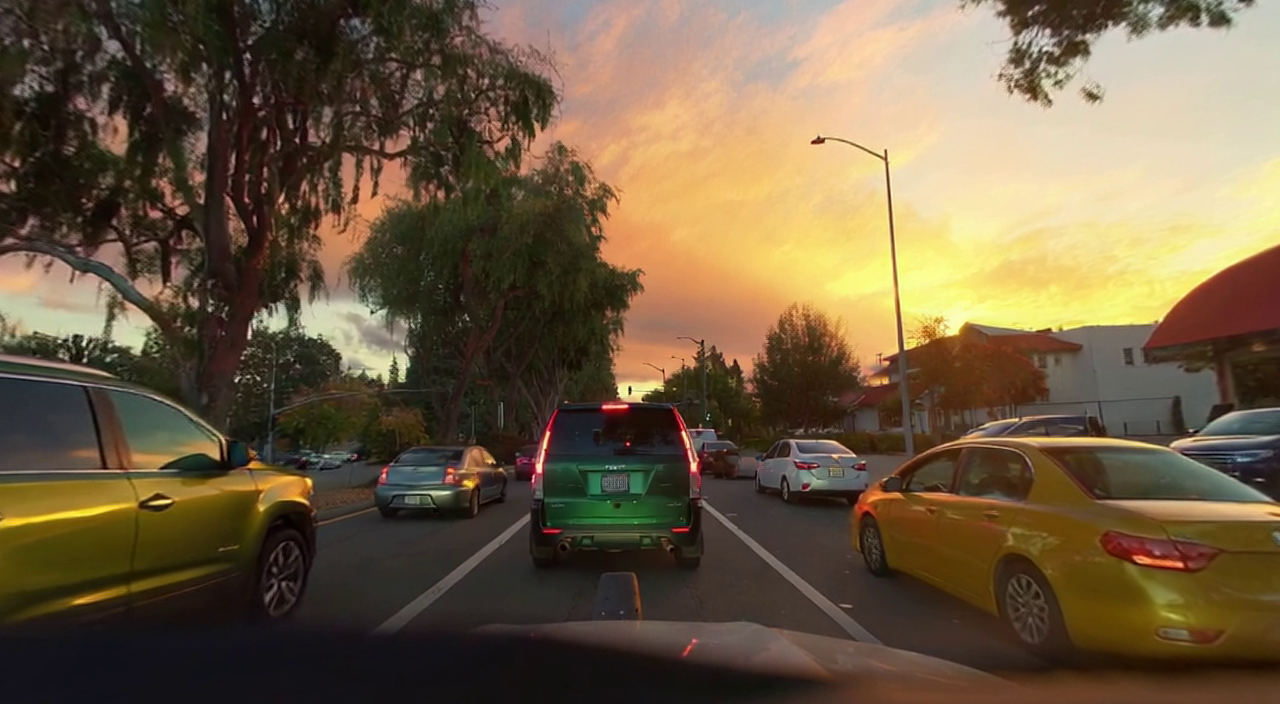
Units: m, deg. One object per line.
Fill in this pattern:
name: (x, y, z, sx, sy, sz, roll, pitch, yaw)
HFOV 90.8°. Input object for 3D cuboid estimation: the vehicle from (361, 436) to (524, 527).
vehicle: (-3.602, 2.425, 12.421, 1.849, 1.451, 4.218, 0, -9, 0)

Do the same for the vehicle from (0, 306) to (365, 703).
vehicle: (-3.607, 0.898, 3.391, 2.231, 1.853, 4.461, 0, -9, 0)

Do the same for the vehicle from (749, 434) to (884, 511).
vehicle: (3.928, 2.748, 14.901, 1.875, 1.521, 4.192, 0, -9, -1)

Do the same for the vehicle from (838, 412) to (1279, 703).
vehicle: (3.371, 1.371, 5.341, 1.900, 1.477, 4.352, 0, -9, -1)

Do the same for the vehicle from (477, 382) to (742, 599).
vehicle: (-0.300, 1.486, 7.541, 2.238, 1.825, 4.190, 0, -9, -1)
